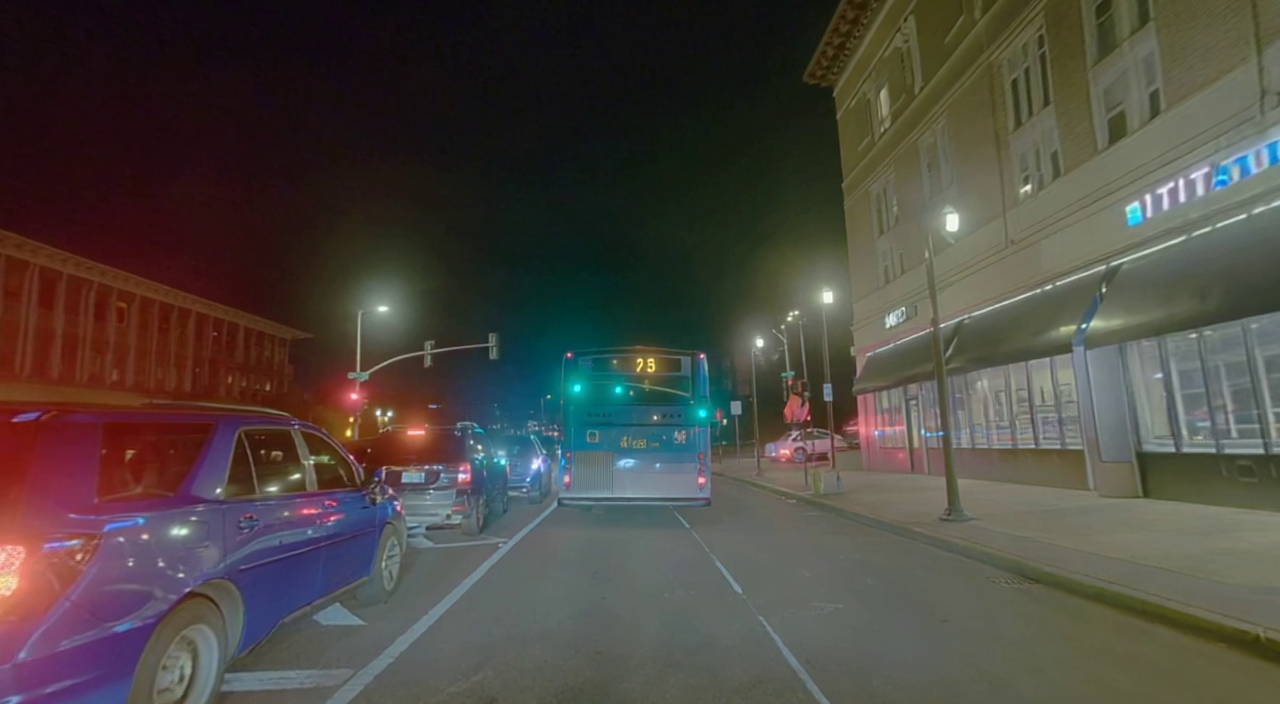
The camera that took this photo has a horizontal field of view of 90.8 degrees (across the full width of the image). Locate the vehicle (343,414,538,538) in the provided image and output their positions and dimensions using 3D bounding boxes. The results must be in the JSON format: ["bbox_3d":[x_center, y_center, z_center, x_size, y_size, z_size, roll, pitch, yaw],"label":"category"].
[{"bbox_3d":[-3.343,2.196,11.779,2.096,1.828,4.669,0,-8,0],"label":"vehicle"}]

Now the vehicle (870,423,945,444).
[{"bbox_3d":[19.940,6.095,47.198,4.827,1.555,1.863,1,-9,-6],"label":"vehicle"}]

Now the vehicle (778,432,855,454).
[{"bbox_3d":[11.977,6.207,43.059,4.774,1.492,1.802,-1,-9,7],"label":"vehicle"}]

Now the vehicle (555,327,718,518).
[{"bbox_3d":[-0.292,1.990,16.531,2.938,3.468,9.972,0,-8,-3],"label":"vehicle"}]

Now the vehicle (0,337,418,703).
[{"bbox_3d":[-3.208,1.091,3.984,2.020,1.725,4.384,0,-8,0],"label":"vehicle"}]
